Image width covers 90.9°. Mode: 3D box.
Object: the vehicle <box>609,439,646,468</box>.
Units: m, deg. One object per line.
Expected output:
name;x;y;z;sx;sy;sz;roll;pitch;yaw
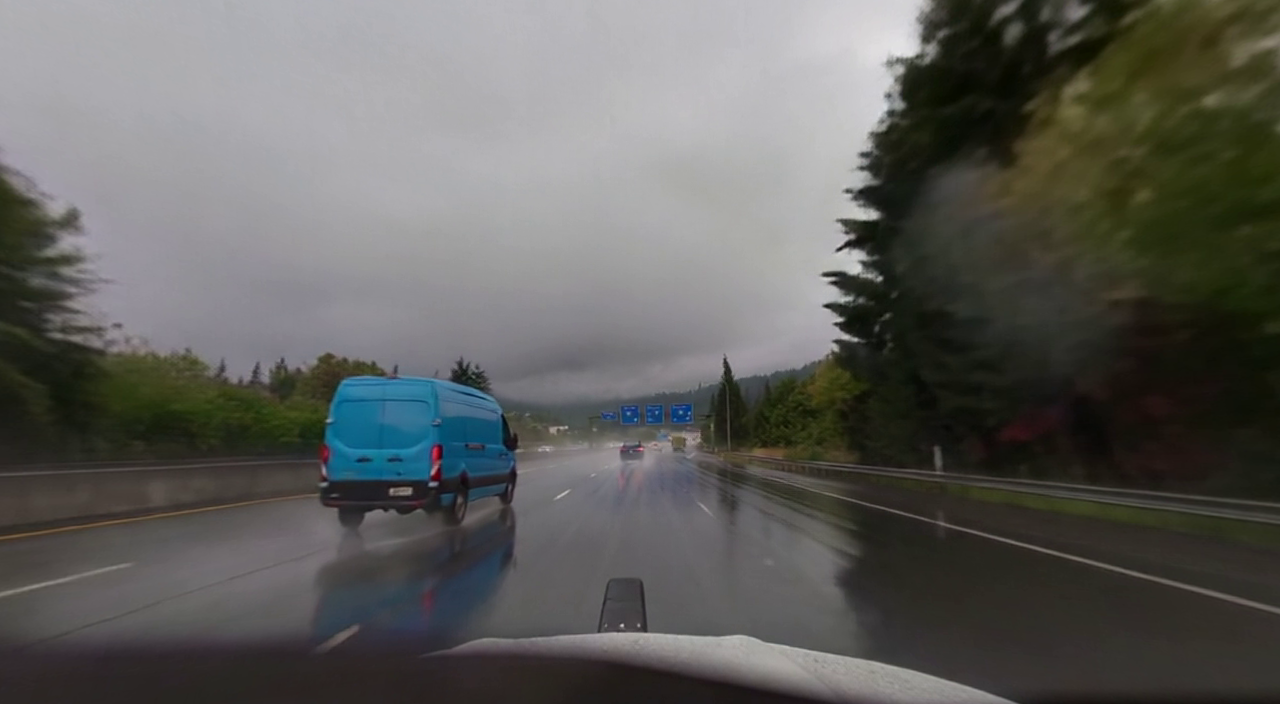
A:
vehicle;-0.714;6.340;39.499;2.183;1.662;3.968;0;-9;1

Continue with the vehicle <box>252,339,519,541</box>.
vehicle;-4.016;1.626;11.614;2.382;2.736;5.982;0;-9;0
